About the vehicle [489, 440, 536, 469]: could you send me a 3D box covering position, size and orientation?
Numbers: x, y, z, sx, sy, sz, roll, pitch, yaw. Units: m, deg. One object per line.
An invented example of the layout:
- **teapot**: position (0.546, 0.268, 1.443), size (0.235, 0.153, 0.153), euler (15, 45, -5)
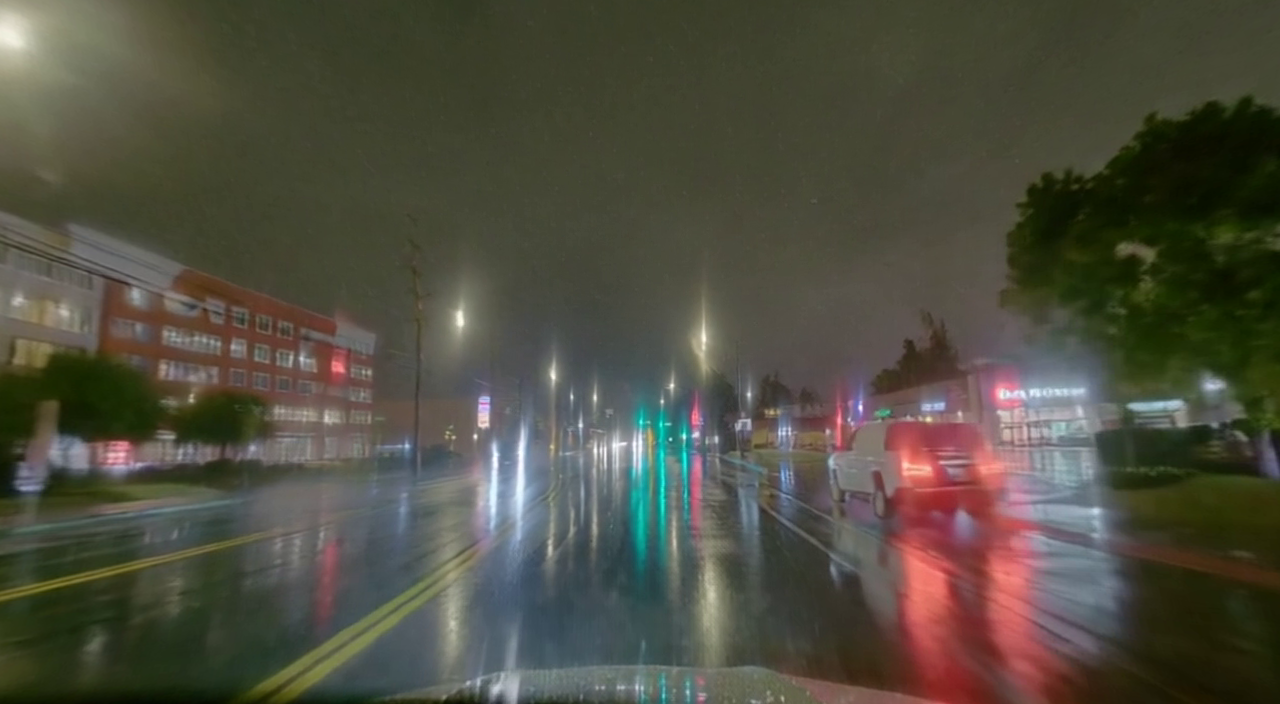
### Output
- **vehicle**: position (-7.928, 6.435, 39.625), size (1.973, 1.704, 4.476), euler (0, -8, 1)

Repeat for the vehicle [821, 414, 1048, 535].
- **vehicle**: position (5.235, 2.239, 12.155), size (2.182, 1.850, 4.705), euler (0, -8, 2)
